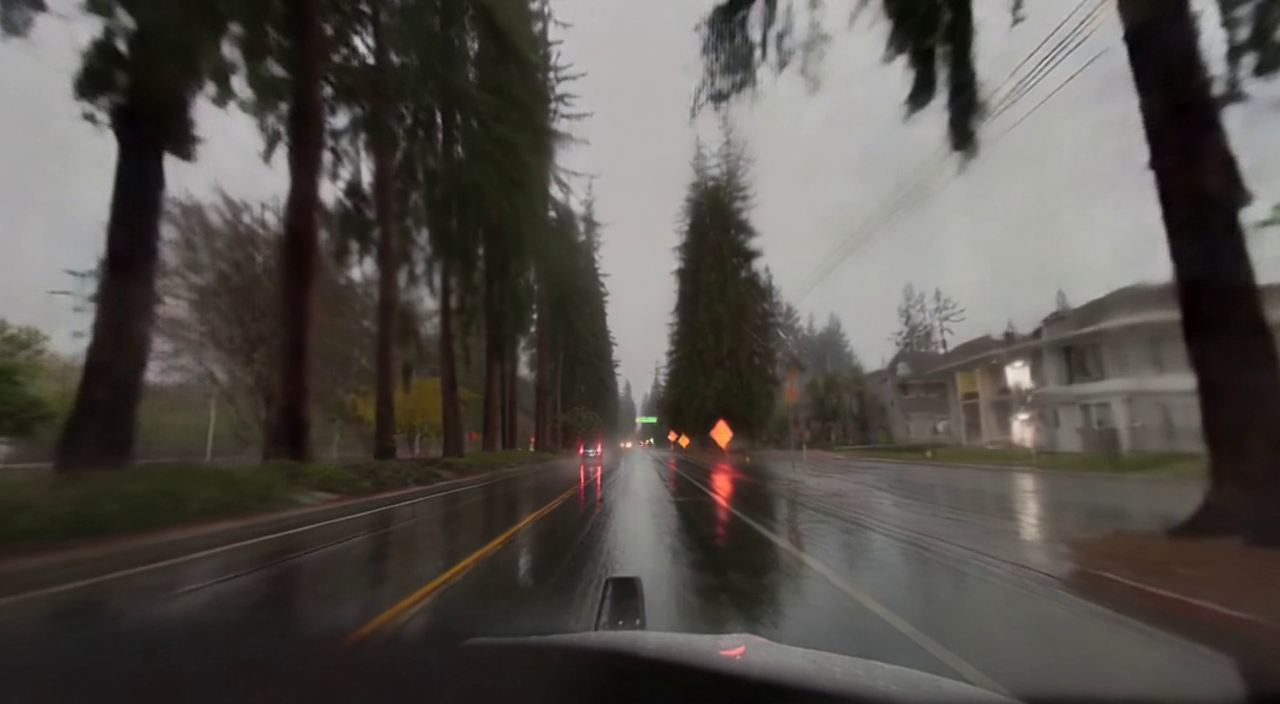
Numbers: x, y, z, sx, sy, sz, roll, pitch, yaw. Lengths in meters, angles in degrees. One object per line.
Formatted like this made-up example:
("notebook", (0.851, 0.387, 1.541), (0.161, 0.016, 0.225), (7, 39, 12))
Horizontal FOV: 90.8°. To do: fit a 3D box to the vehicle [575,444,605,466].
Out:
("vehicle", (-3.828, 7.971, 49.149), (1.992, 1.608, 3.868), (0, -9, 1))
